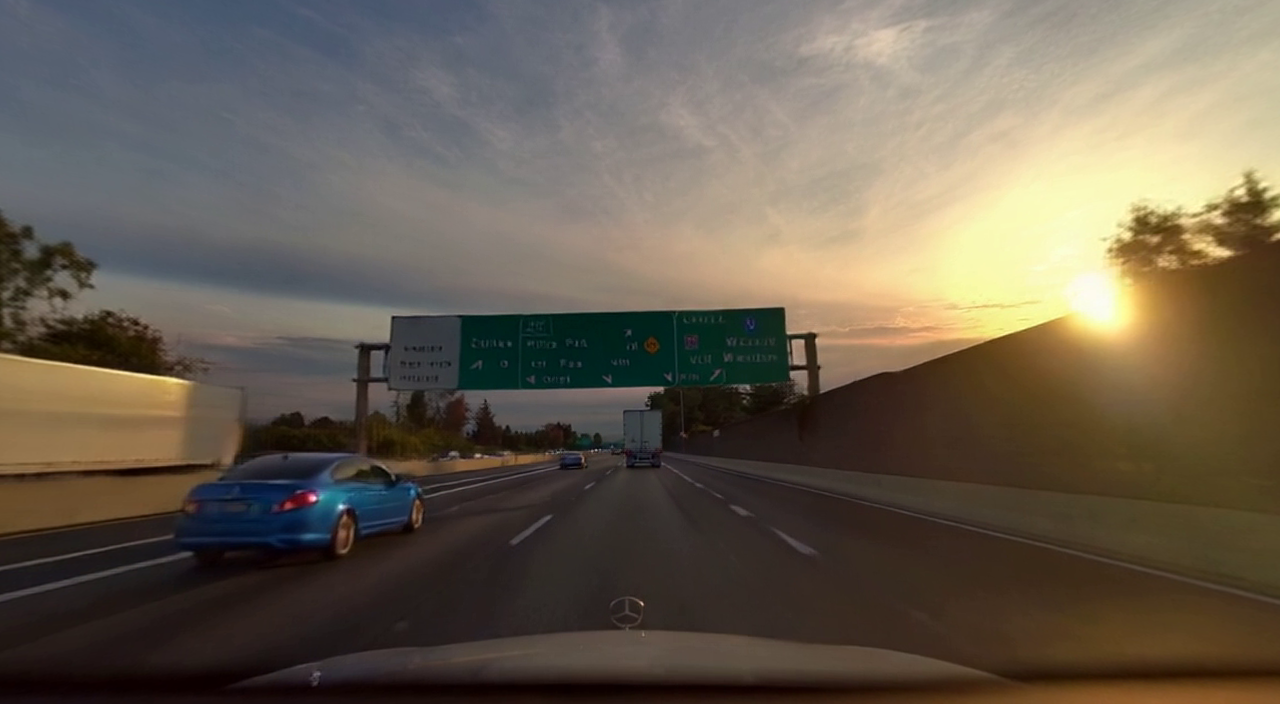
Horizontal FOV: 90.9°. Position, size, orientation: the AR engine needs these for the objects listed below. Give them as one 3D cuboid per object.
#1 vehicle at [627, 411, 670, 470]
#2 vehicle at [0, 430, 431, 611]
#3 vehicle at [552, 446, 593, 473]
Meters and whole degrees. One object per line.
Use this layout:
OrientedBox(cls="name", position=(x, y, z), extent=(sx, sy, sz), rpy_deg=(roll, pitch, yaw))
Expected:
OrientedBox(cls="vehicle", position=(0.596, 6.811, 48.169), extent=(2.980, 4.051, 10.359), rpy_deg=(0, -9, 0))
OrientedBox(cls="vehicle", position=(-4.323, 1.749, 7.618), extent=(1.977, 1.478, 4.702), rpy_deg=(0, -9, 0))
OrientedBox(cls="vehicle", position=(-4.023, 6.502, 38.277), extent=(1.974, 1.531, 4.429), rpy_deg=(0, -9, 0))
